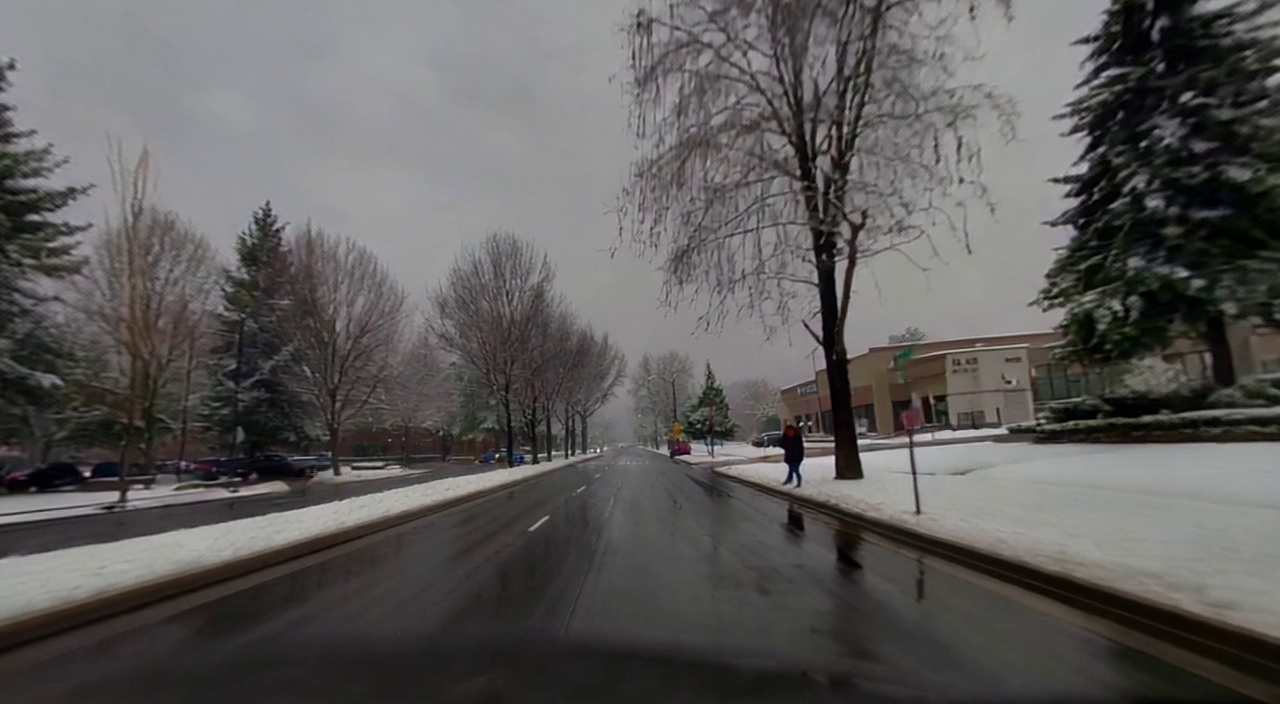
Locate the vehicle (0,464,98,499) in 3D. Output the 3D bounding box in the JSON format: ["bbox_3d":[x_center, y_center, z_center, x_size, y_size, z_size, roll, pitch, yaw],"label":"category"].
[{"bbox_3d":[-28.857,6.171,30.042,3.990,1.514,1.892,0,-9,-2],"label":"vehicle"}]

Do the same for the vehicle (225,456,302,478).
[{"bbox_3d":[-28.897,8.809,48.269,4.552,1.576,2.005,0,-9,2],"label":"vehicle"}]
